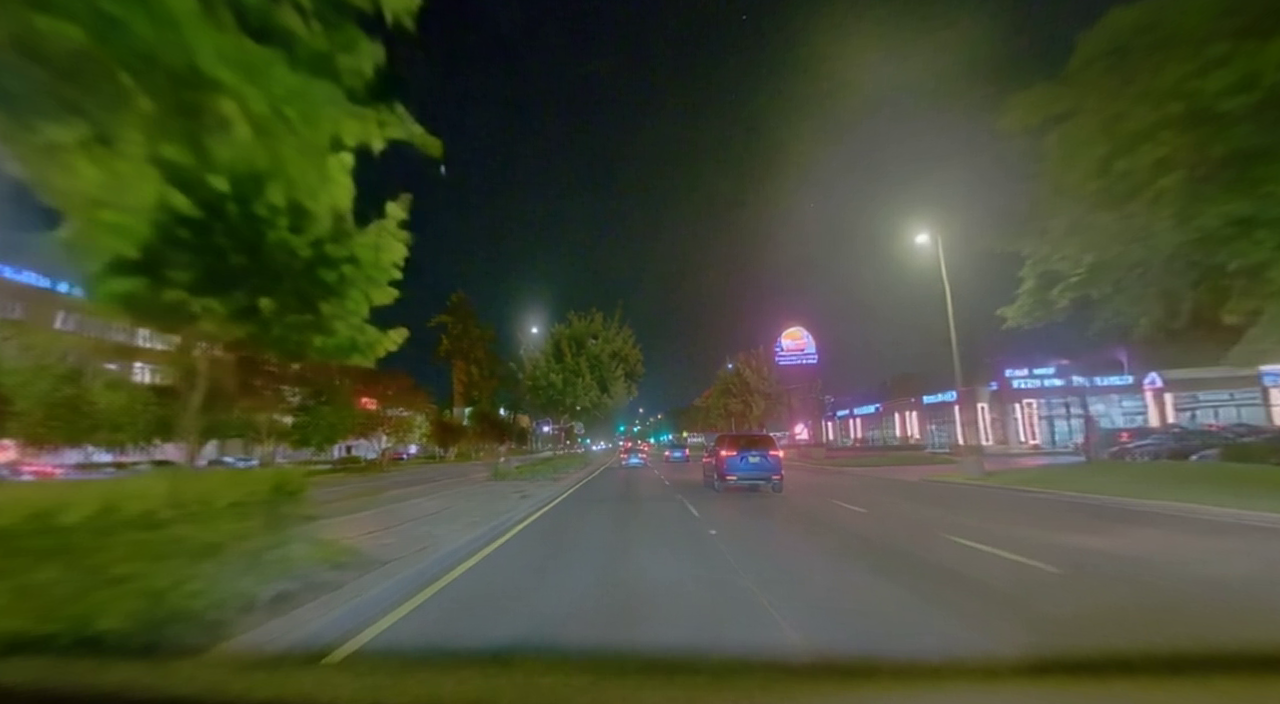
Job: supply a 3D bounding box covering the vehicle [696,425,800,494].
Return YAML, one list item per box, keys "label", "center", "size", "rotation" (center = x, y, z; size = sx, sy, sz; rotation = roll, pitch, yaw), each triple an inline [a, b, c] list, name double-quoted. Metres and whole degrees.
- label: "vehicle"
  center: [3.130, 3.234, 19.402]
  size: [2.140, 1.811, 4.593]
  rotation: [0, -8, -3]

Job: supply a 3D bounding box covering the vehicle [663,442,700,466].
- label: "vehicle"
  center: [2.546, 6.420, 39.810]
  size: [1.970, 1.402, 3.756]
  rotation: [0, -8, -2]

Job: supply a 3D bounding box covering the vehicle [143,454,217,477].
- label: "vehicle"
  center: [-32.000, 7.859, 44.133]
  size: [1.924, 1.430, 4.367]
  rotation: [0, -8, -1]

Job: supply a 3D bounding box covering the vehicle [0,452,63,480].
- label: "vehicle"
  center: [-43.064, 7.818, 43.339]
  size: [1.966, 1.759, 5.491]
  rotation: [0, -8, -4]

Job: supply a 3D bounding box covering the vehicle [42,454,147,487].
- label: "vehicle"
  center: [-28.227, 6.130, 32.884]
  size: [1.956, 1.476, 3.991]
  rotation: [-1, -8, -2]

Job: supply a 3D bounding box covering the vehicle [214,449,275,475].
- label: "vehicle"
  center: [-28.514, 7.892, 45.684]
  size: [1.897, 1.704, 4.153]
  rotation: [0, -8, -5]

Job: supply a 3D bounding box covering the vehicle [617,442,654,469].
- label: "vehicle"
  center: [-0.292, 5.980, 36.792]
  size: [2.056, 1.440, 3.798]
  rotation: [0, -8, -1]

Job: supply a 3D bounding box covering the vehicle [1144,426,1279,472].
- label: "vehicle"
  center: [20.173, 3.272, 21.449]
  size: [4.380, 1.444, 1.924]
  rotation: [-1, -8, 0]

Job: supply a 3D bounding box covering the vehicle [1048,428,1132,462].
- label: "vehicle"
  center: [25.166, 5.221, 35.513]
  size: [1.788, 1.741, 4.278]
  rotation: [-1, -8, 4]
